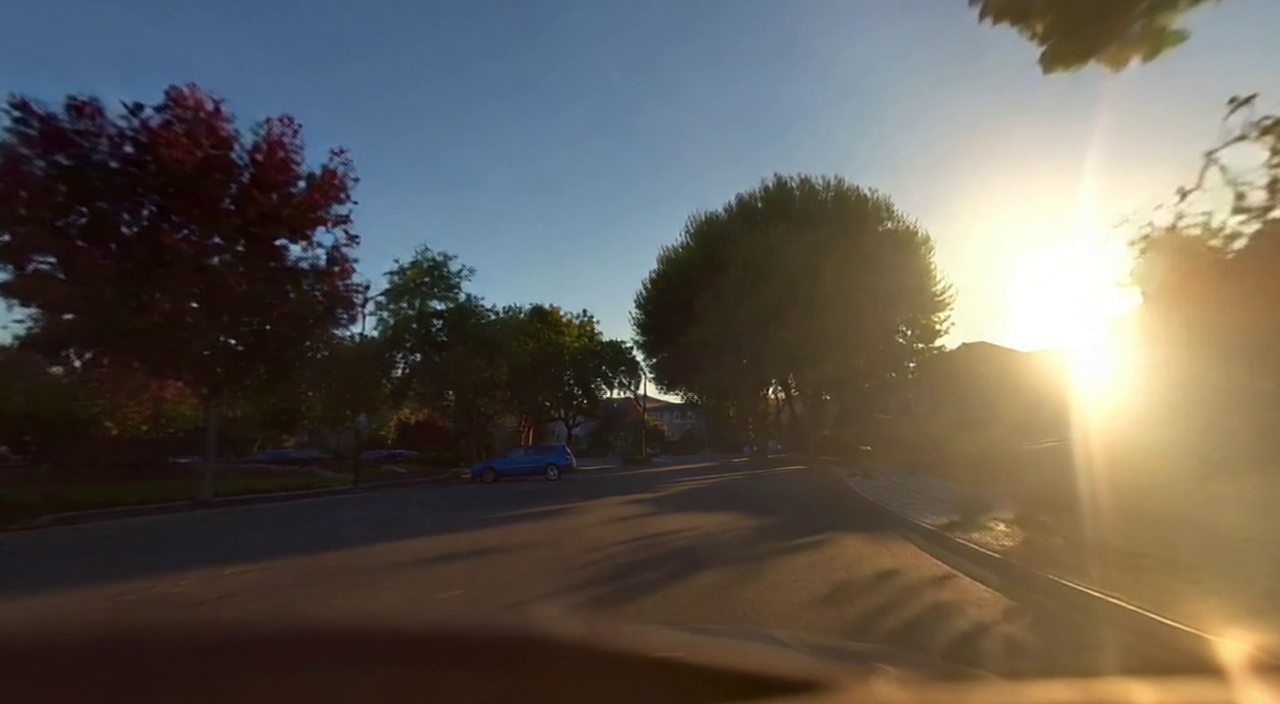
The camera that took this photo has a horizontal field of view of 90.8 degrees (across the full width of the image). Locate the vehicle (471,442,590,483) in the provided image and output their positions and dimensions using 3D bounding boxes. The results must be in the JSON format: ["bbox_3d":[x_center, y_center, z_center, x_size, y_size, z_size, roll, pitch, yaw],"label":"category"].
[{"bbox_3d":[-4.697,4.788,27.517,4.692,1.660,1.879,-1,-9,9],"label":"vehicle"}]
